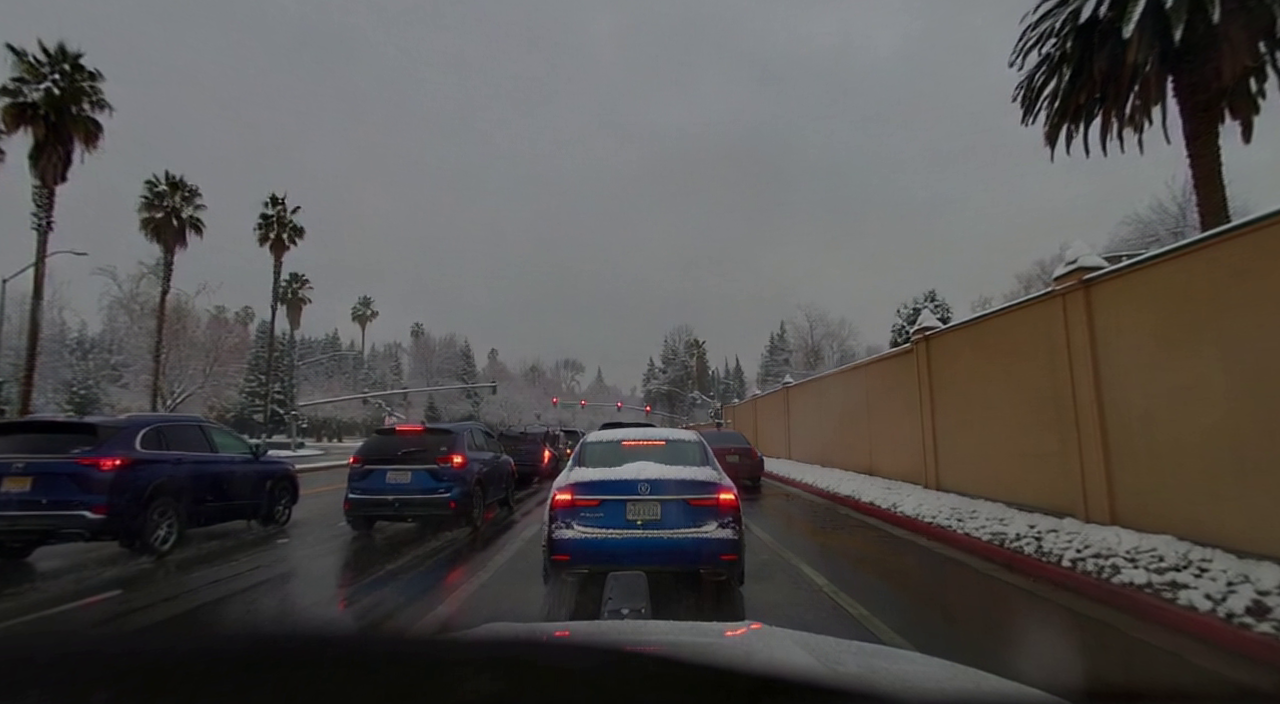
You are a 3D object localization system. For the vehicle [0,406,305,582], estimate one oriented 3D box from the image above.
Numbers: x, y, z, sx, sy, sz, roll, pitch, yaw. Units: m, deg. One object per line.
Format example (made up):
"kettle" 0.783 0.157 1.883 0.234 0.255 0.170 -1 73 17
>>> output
"vehicle" -6.680 1.725 8.477 1.963 1.721 4.467 0 -8 -2

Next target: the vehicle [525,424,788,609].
"vehicle" 0.066 1.650 7.316 2.128 1.473 4.272 0 -8 -2

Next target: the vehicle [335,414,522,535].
"vehicle" -3.484 2.097 11.354 2.007 1.746 4.136 0 -8 -1
